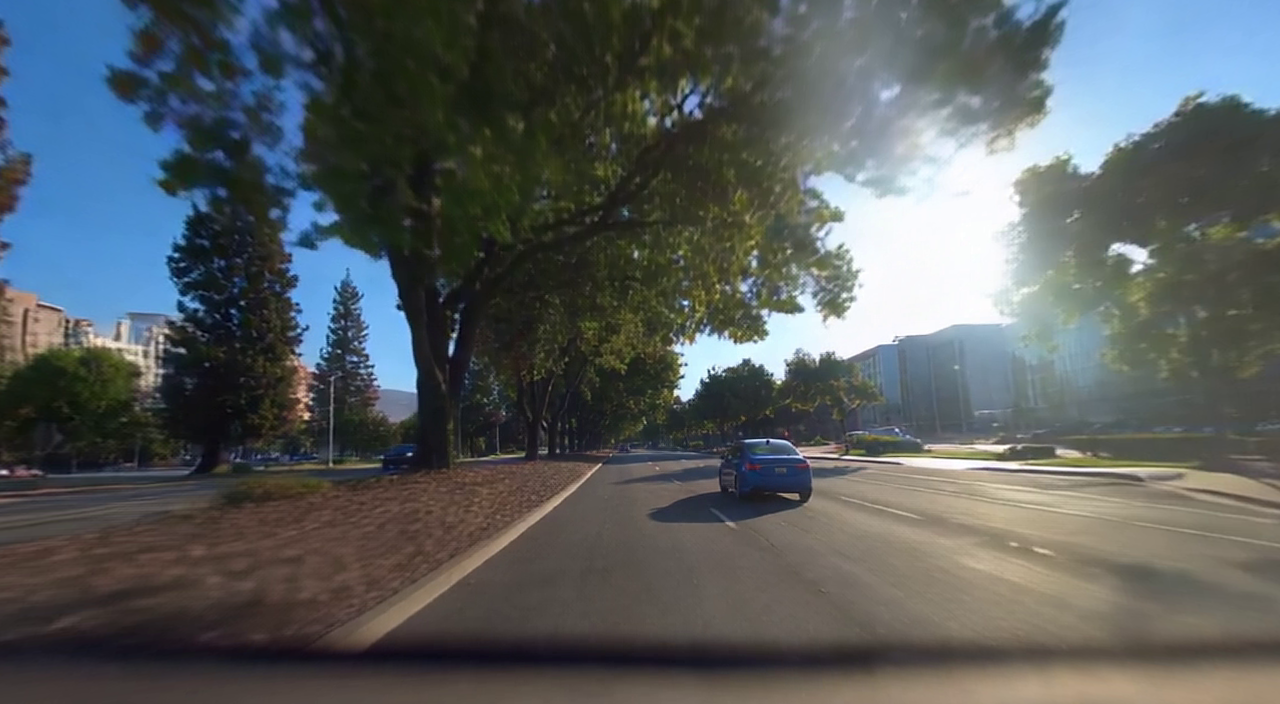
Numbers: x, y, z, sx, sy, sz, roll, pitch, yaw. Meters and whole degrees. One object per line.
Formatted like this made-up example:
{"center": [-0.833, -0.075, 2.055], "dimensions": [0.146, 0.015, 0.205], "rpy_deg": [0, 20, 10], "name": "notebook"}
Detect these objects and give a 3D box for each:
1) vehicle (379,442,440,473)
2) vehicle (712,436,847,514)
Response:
{"center": [-15.738, 7.207, 43.510], "dimensions": [2.234, 1.957, 5.941], "rpy_deg": [0, -8, -3], "name": "vehicle"}
{"center": [2.927, 2.668, 14.276], "dimensions": [1.950, 1.473, 4.259], "rpy_deg": [0, -8, -2], "name": "vehicle"}
